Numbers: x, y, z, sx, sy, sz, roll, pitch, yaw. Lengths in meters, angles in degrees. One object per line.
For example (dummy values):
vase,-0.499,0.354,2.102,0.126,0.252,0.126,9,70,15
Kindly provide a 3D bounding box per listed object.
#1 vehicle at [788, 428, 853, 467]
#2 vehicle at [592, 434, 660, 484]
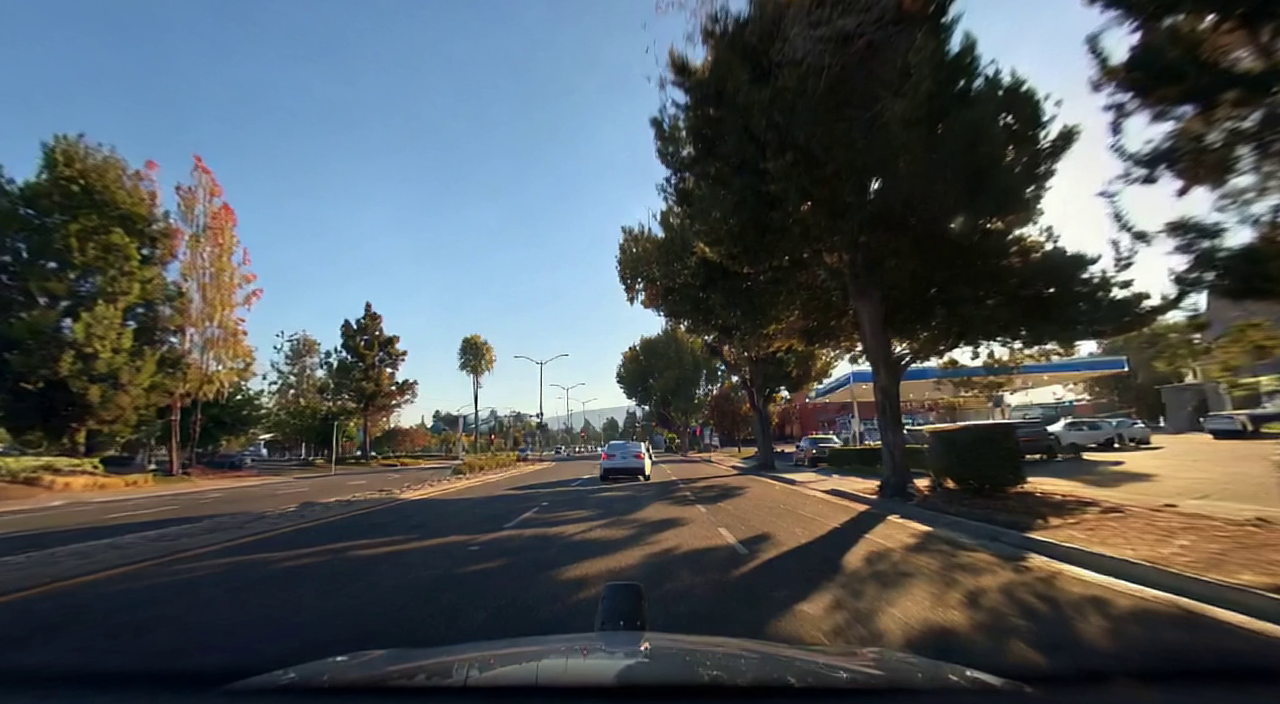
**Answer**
vehicle,9.272,4.957,32.720,2.083,1.882,4.674,0,-8,1
vehicle,-0.410,3.585,21.411,2.062,1.519,4.214,0,-8,0
